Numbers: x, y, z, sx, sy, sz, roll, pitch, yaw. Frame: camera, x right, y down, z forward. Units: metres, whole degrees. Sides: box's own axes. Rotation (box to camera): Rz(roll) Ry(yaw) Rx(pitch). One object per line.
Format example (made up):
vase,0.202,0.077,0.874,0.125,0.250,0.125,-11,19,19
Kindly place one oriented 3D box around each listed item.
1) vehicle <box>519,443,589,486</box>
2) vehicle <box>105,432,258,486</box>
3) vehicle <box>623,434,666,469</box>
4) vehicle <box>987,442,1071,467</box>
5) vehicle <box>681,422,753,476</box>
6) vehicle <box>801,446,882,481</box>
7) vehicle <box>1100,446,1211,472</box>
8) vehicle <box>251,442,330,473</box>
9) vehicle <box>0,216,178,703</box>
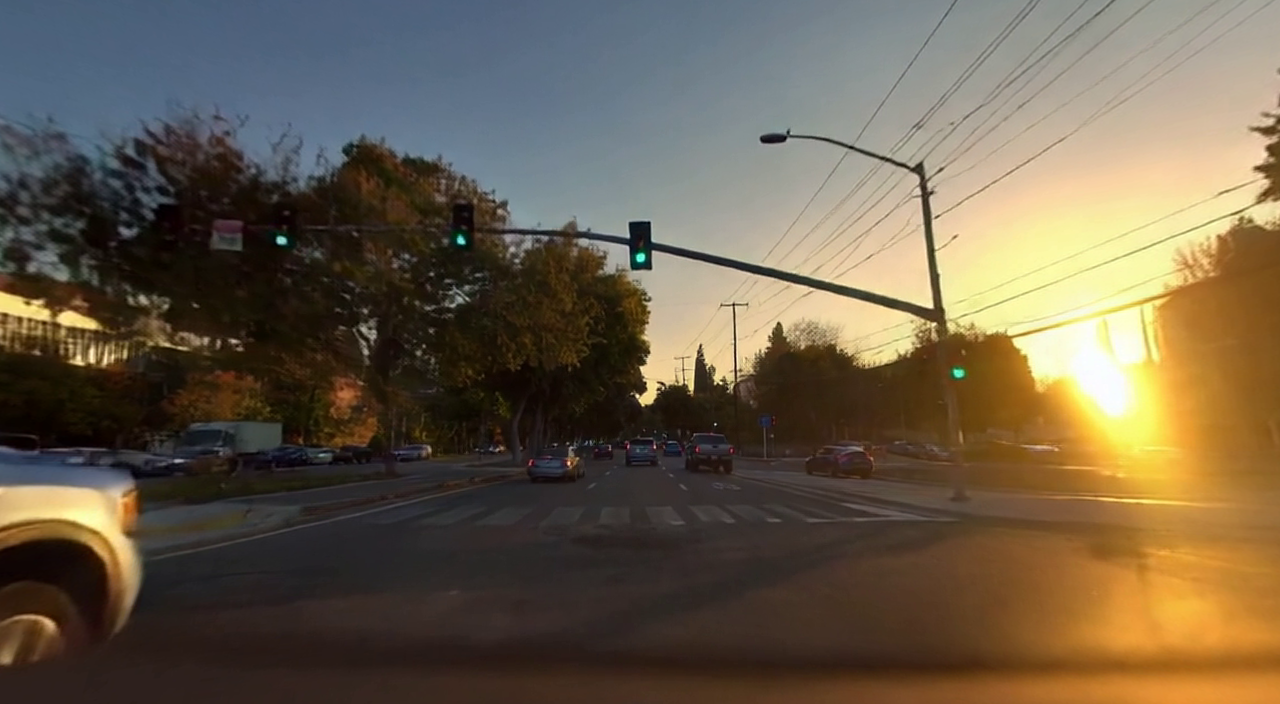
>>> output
vehicle,-3.174,4.247,24.200,1.939,1.494,4.499,0,-8,1
vehicle,-17.806,4.170,24.987,2.000,1.894,5.301,0,-8,1
vehicle,0.291,6.573,41.908,2.643,2.145,5.585,0,-8,0
vehicle,27.430,7.214,44.704,2.012,1.701,4.524,5,-10,-31
vehicle,4.014,5.284,34.468,2.905,2.636,6.895,0,-9,-1
vehicle,10.090,5.590,32.000,2.010,1.633,4.246,2,-9,-11
vehicle,30.836,6.384,37.924,1.868,1.447,4.690,5,-10,-29
vehicle,-20.974,6.357,38.173,2.129,1.668,4.614,-1,-9,0
vehicle,-3.745,0.248,0.308,2.402,2.194,6.051,0,-8,0
